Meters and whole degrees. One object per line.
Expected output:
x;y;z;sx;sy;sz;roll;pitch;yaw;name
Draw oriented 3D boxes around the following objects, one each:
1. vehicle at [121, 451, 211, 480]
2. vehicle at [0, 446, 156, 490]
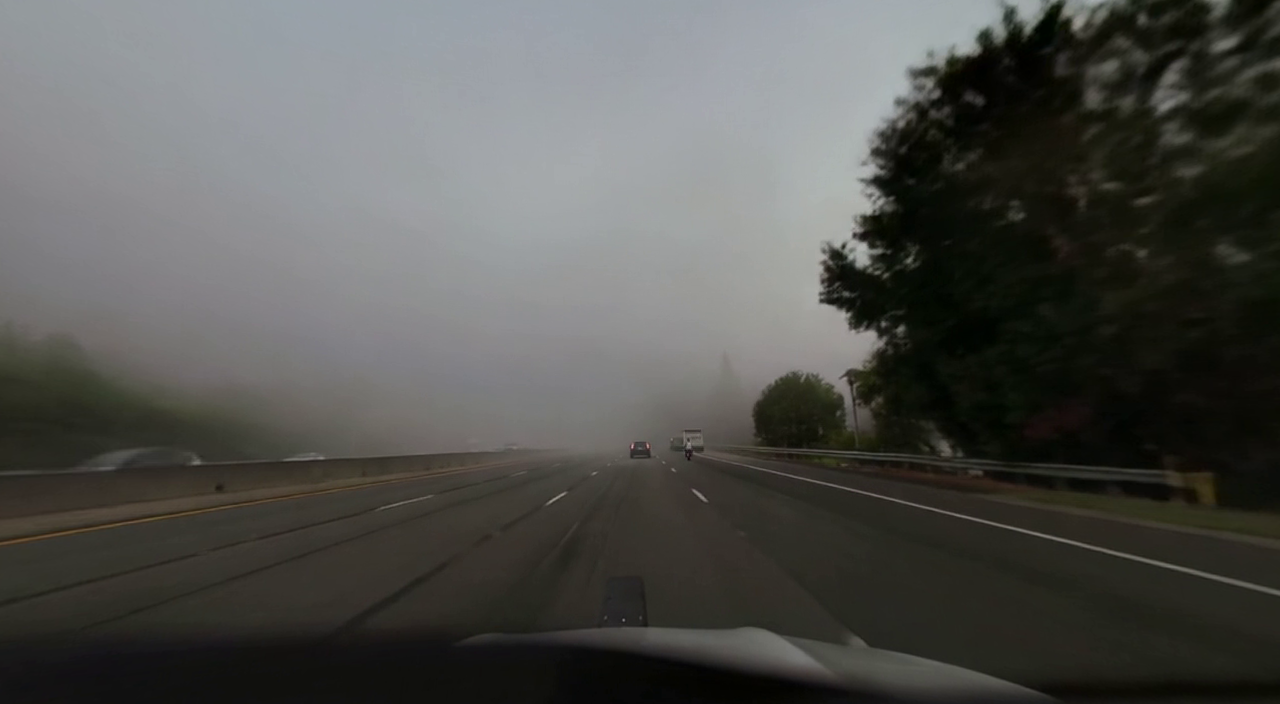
-27.859;6.657;37.274;1.800;1.501;4.456;-1;-8;1;vehicle
-24.807;5.064;28.052;2.228;1.729;5.294;-1;-8;1;vehicle
